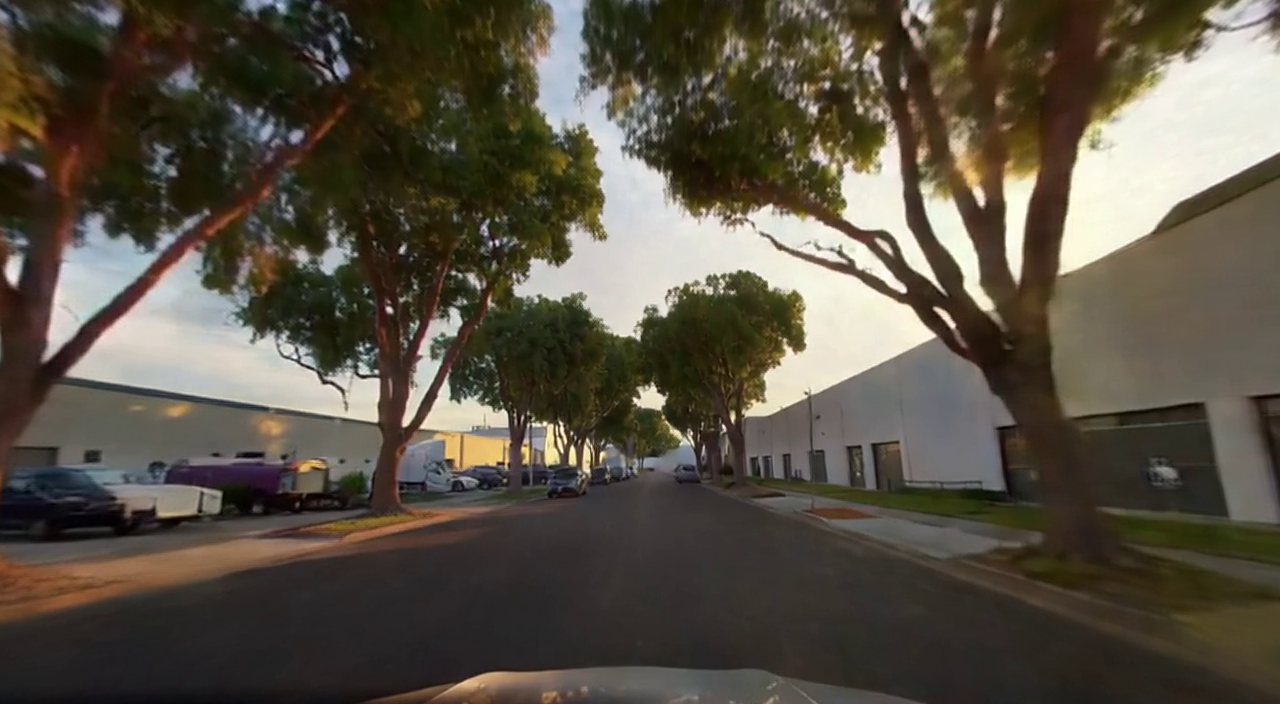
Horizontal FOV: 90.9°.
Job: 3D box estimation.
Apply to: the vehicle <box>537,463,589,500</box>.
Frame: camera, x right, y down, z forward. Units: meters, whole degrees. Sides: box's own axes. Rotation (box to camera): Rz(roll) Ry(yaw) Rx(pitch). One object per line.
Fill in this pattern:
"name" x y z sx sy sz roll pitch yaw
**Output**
"vehicle" -3.831 6.528 32.037 1.927 1.580 4.556 -2 -9 2
